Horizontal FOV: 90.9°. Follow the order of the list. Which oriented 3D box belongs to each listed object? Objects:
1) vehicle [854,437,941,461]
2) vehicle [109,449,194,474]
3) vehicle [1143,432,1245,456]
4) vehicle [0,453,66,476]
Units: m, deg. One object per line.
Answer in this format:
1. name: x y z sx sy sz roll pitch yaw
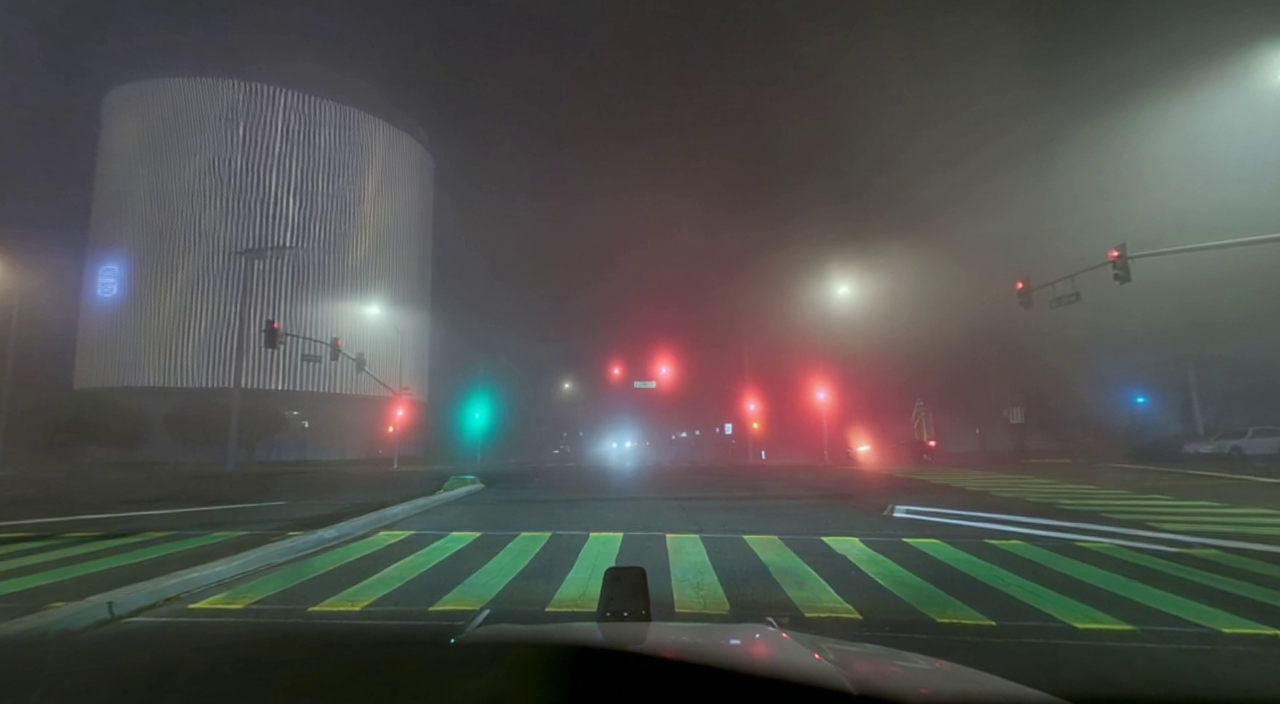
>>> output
1. vehicle: 15.778 5.974 38.872 4.529 1.457 1.981 -1 -9 6
2. vehicle: -33.073 7.403 42.744 4.136 1.661 1.857 0 -8 1
3. vehicle: 36.156 6.018 41.193 4.767 1.456 1.858 -1 -8 3
4. vehicle: -41.670 7.637 42.756 3.698 1.467 1.779 0 -8 1
